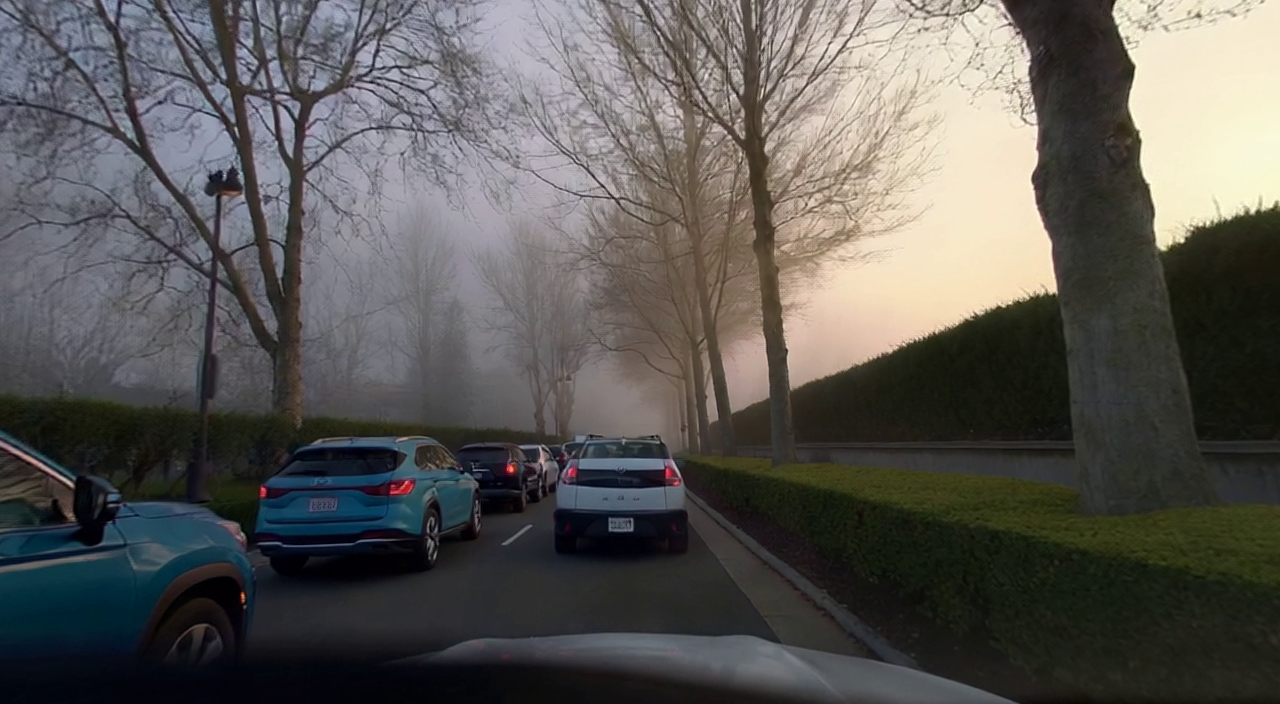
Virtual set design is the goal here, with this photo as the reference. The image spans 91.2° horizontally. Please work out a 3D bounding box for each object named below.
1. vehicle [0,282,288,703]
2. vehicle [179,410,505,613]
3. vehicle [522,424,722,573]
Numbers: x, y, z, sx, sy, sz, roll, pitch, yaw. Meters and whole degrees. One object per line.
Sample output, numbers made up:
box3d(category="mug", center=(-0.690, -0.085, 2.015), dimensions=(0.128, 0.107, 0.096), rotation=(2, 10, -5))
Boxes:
box3d(category="vehicle", center=(-3.284, 0.678, 1.267), dimensions=(2.205, 1.913, 5.327), rotation=(-5, -8, -2))
box3d(category="vehicle", center=(-3.410, 1.864, 8.334), dimensions=(2.256, 1.728, 4.421), rotation=(-6, -8, -2))
box3d(category="vehicle", center=(-0.226, 1.897, 8.849), dimensions=(2.154, 1.581, 4.007), rotation=(0, -9, -1))
